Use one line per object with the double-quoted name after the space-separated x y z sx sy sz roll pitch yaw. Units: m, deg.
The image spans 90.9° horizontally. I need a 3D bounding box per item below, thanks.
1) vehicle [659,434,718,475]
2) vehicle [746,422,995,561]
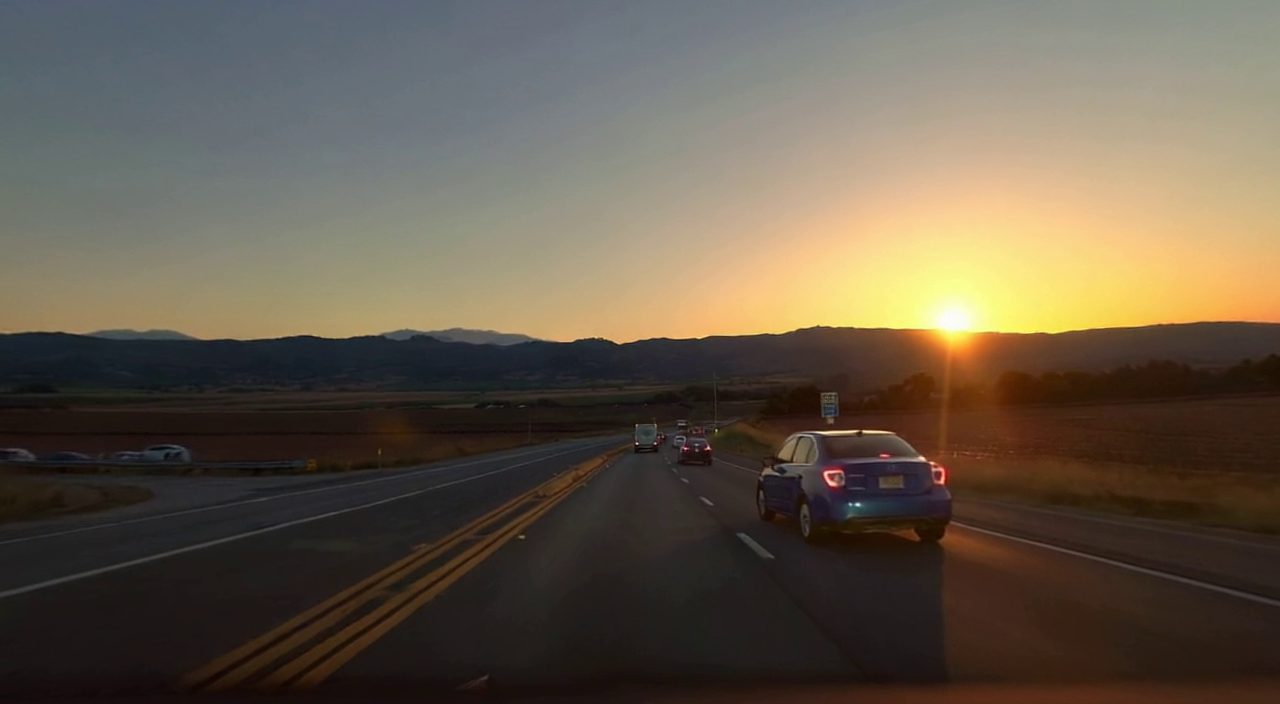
1.916 4.244 26.350 2.026 1.531 4.273 0 -8 -1 "vehicle"
2.925 1.859 9.114 2.007 1.534 3.976 0 -8 -1 "vehicle"
